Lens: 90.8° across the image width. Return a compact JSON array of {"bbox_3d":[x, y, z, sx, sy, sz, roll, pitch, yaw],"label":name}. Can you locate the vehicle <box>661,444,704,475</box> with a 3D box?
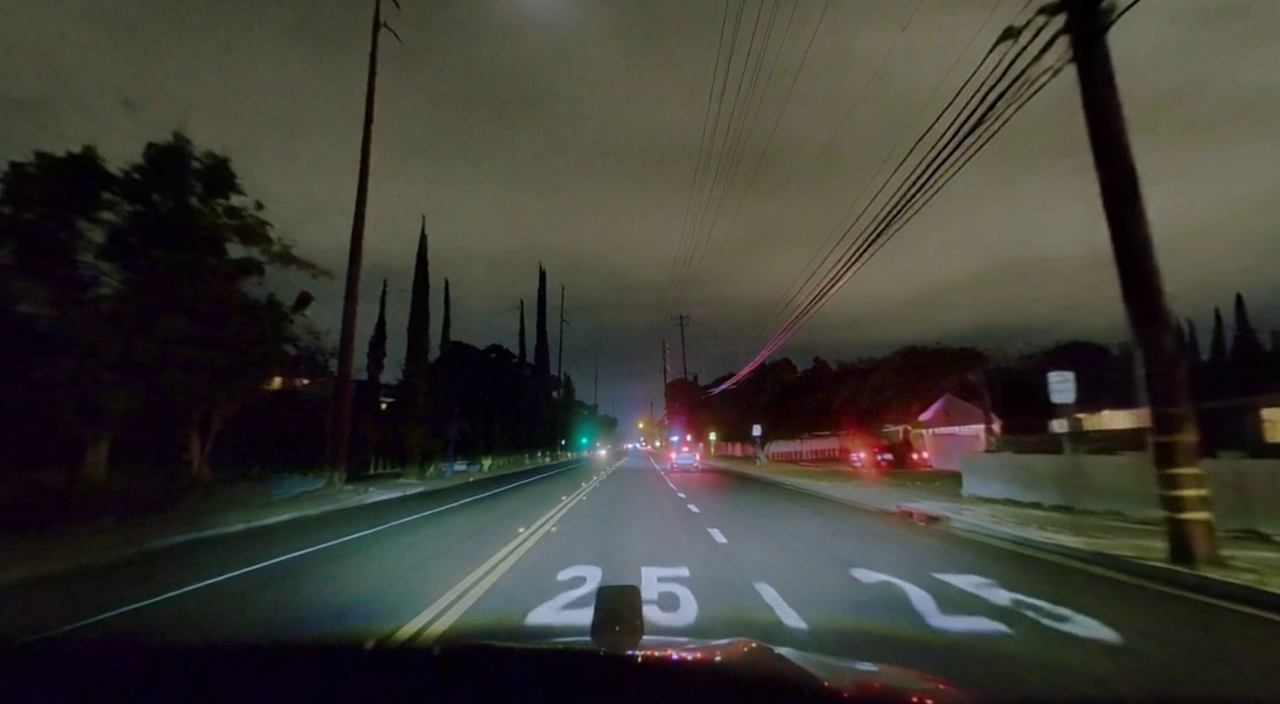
[{"bbox_3d":[2.150,5.615,33.128,1.975,1.497,3.647,0,-9,0],"label":"vehicle"}]

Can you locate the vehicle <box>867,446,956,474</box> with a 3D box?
[{"bbox_3d":[14.496,5.769,33.863,3.838,1.405,1.992,1,-9,-6],"label":"vehicle"}]
